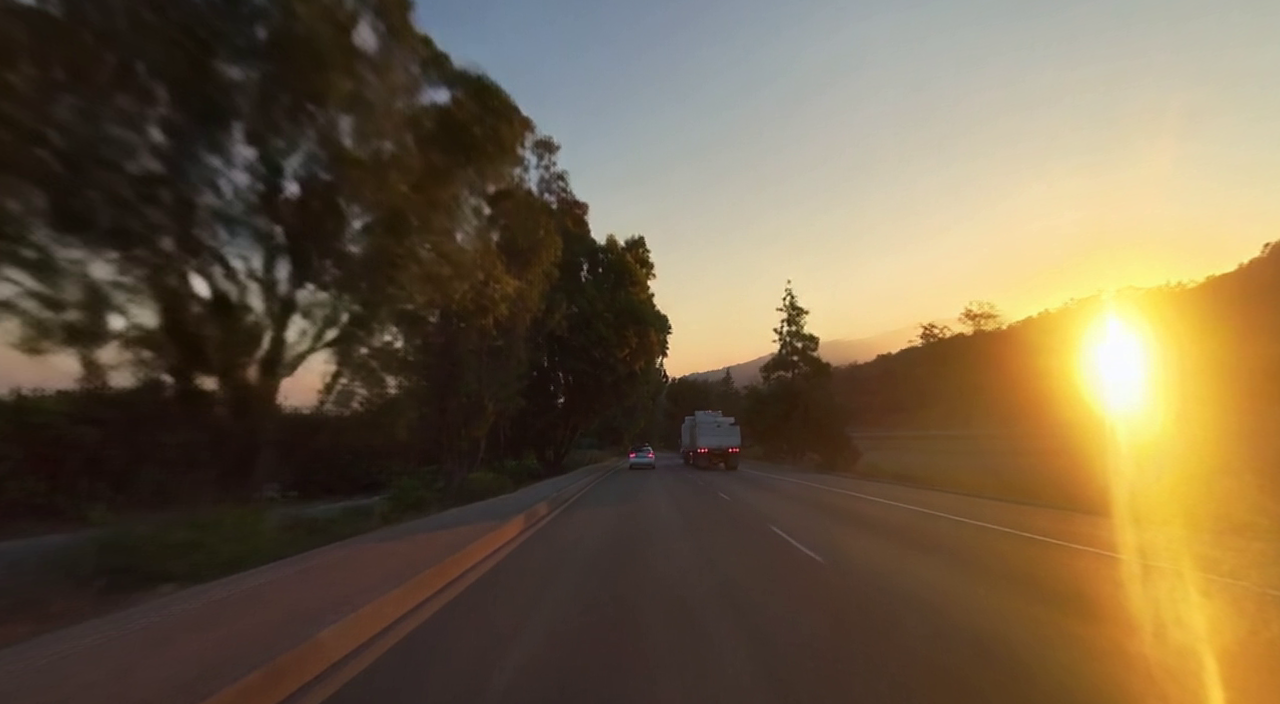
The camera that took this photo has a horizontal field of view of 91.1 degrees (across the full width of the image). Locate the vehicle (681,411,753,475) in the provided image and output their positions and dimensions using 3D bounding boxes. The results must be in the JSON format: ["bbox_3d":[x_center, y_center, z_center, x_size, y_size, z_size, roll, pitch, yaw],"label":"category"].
[{"bbox_3d":[4.170,5.186,35.900,3.015,3.211,7.982,0,-8,-1],"label":"vehicle"}]

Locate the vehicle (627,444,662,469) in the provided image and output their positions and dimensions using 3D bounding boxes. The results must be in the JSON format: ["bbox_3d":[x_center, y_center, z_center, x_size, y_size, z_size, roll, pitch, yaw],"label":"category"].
[{"bbox_3d":[0.327,6.752,40.854,2.170,1.544,4.373,0,-8,1],"label":"vehicle"}]
